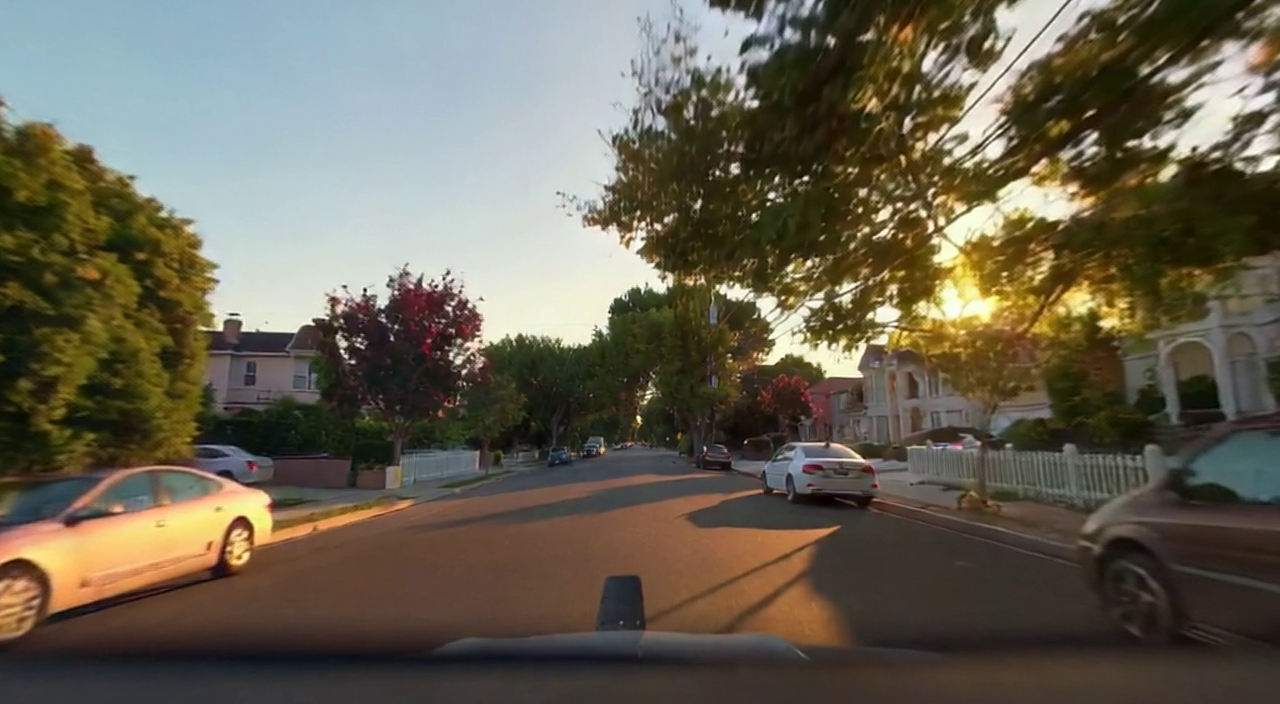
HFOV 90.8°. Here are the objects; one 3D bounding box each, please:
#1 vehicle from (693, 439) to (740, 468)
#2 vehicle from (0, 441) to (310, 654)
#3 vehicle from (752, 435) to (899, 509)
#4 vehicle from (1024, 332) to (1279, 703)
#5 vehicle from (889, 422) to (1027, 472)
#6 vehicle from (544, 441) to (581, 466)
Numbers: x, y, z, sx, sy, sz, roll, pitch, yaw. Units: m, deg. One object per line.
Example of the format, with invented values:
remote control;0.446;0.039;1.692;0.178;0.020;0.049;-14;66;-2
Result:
vehicle;4.260;5.686;35.637;2.020;1.558;3.925;0;-8;-2
vehicle;-5.697;1.710;6.125;2.011;1.465;5.686;-3;-7;0
vehicle;4.214;2.804;15.422;1.936;1.464;5.141;0;-8;-1
vehicle;4.198;0.727;2.410;2.105;1.836;5.278;0;-8;0
vehicle;12.527;3.741;25.120;4.329;1.863;2.059;-1;-6;2
vehicle;-5.691;7.541;47.123;1.954;1.551;5.128;-3;-7;1
